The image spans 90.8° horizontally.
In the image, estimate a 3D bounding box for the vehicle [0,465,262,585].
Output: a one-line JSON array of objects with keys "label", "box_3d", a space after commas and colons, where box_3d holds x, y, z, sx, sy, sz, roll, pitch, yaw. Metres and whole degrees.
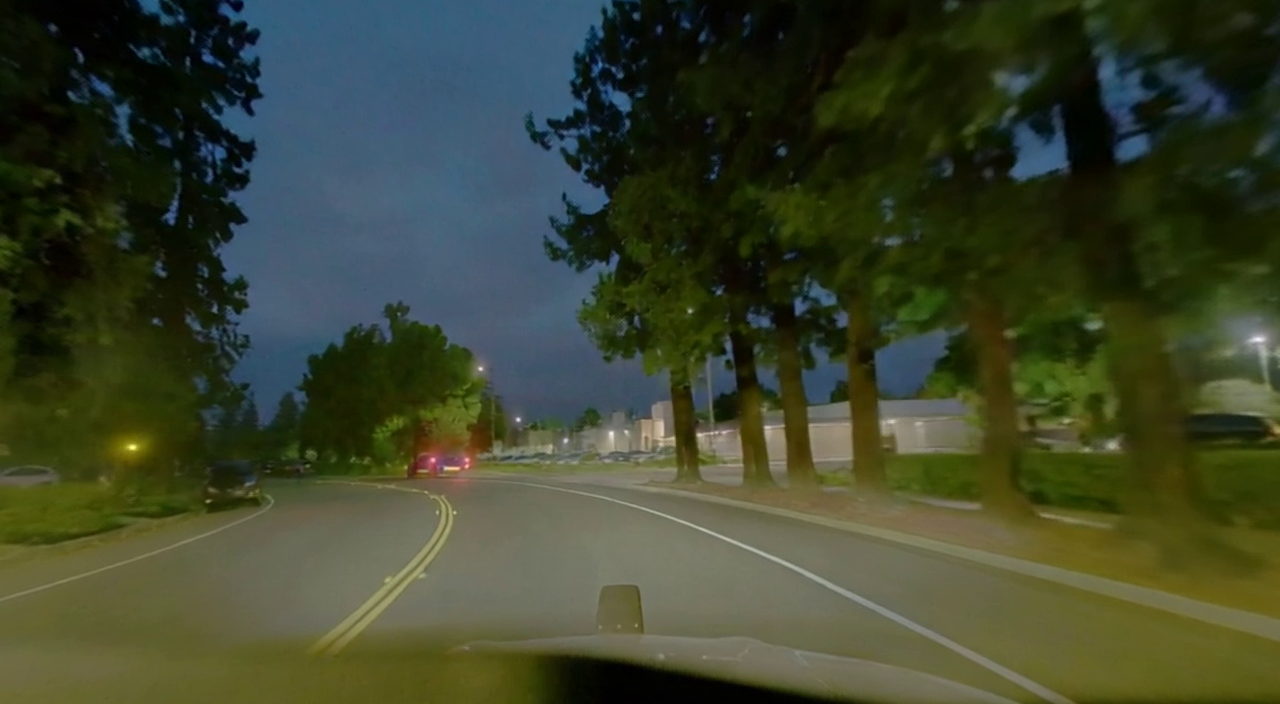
[{"label": "vehicle", "box_3d": [-9.793, 2.961, 11.806, 2.772, 1.161, 7.241, -1, -7, -15]}]

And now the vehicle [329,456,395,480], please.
[{"label": "vehicle", "box_3d": [-19.623, 8.099, 44.462, 4.611, 1.519, 2.053, -6, -10, 34]}]

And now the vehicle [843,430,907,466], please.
[{"label": "vehicle", "box_3d": [12.191, 4.931, 32.591, 1.900, 1.711, 4.666, -6, -10, 35]}]

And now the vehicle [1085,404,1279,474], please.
[{"label": "vehicle", "box_3d": [14.102, 2.230, 16.106, 4.308, 1.433, 1.871, -9, -8, 33]}]

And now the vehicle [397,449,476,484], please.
[{"label": "vehicle", "box_3d": [-12.223, 6.754, 37.752, 5.202, 1.817, 2.042, -6, -10, 42]}]

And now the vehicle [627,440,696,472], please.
[{"label": "vehicle", "box_3d": [1.460, 6.616, 40.548, 2.229, 1.723, 4.372, -6, -7, 38]}]

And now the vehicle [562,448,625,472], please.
[{"label": "vehicle", "box_3d": [-3.113, 7.398, 43.338, 2.036, 1.517, 4.225, -7, -11, 36]}]
